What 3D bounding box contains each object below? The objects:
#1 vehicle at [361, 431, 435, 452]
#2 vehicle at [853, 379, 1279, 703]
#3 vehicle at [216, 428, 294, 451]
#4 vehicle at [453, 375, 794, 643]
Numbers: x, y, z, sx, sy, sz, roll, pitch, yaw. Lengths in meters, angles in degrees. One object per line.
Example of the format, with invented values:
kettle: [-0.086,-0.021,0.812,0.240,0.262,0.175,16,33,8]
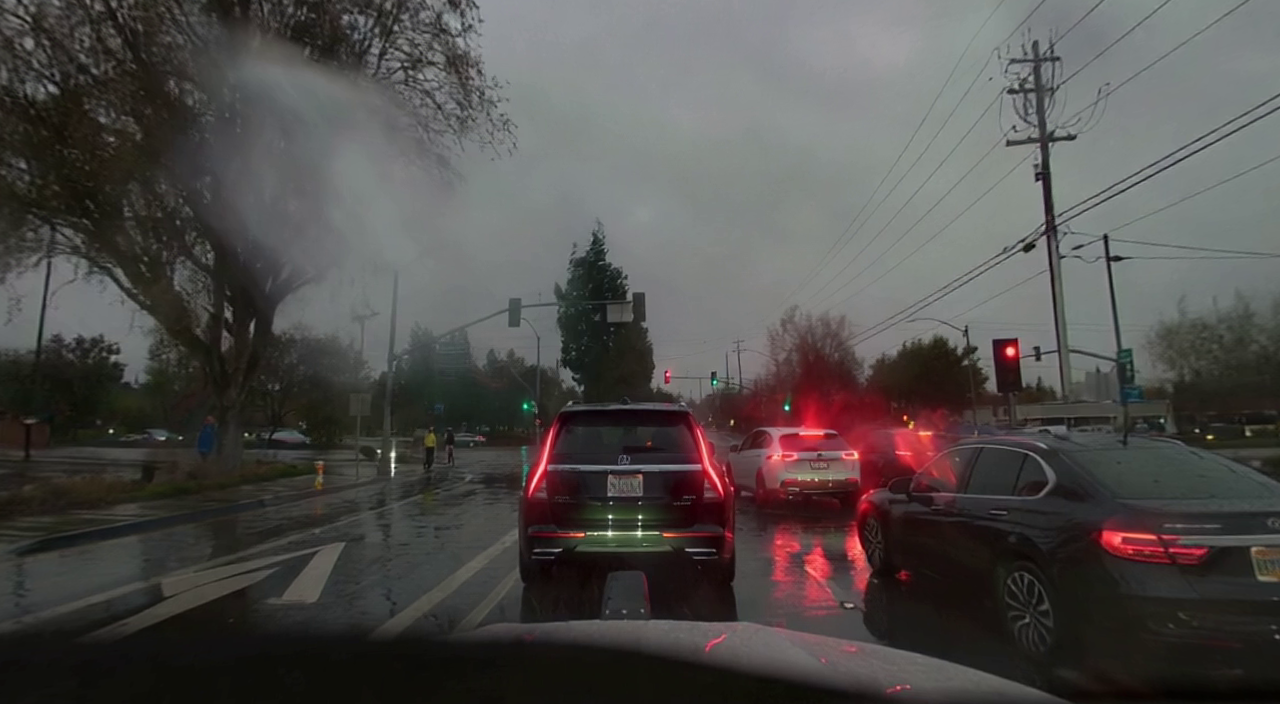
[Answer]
vehicle: [-17.750,6.557,46.350,4.607,1.478,1.995,0,-8,0]
vehicle: [3.543,1.294,5.438,1.948,1.677,4.437,0,-8,1]
vehicle: [-28.767,6.540,47.182,4.587,1.639,1.878,0,-8,0]
vehicle: [-0.152,1.373,6.530,2.271,1.786,4.443,0,-8,-1]
